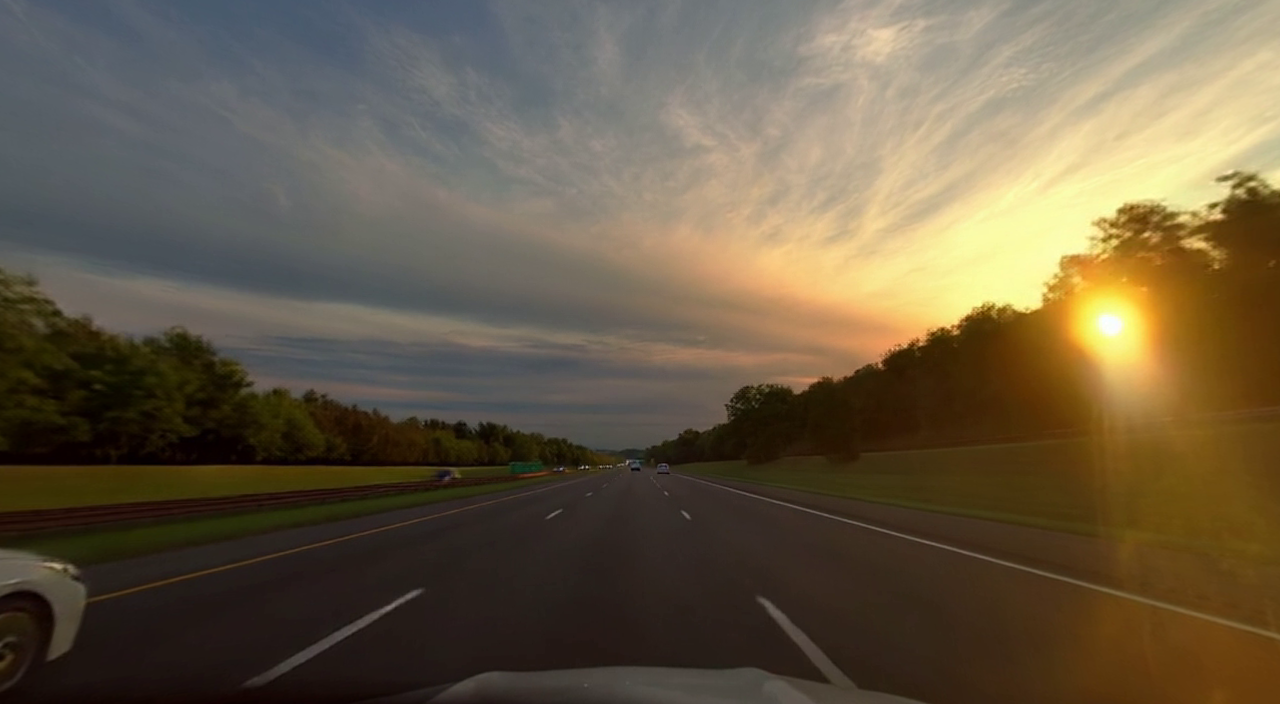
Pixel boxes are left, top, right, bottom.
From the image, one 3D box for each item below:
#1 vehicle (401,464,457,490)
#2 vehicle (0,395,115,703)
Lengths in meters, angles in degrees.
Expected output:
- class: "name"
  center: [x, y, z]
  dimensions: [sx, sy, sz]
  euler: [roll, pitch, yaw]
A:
- class: "vehicle"
  center: [-12.827, 7.658, 38.638]
  dimensions: [1.898, 1.453, 4.393]
  euler: [1, -10, 0]
- class: "vehicle"
  center: [-3.989, 0.657, 1.106]
  dimensions: [1.928, 1.593, 4.871]
  euler: [1, -10, -1]
